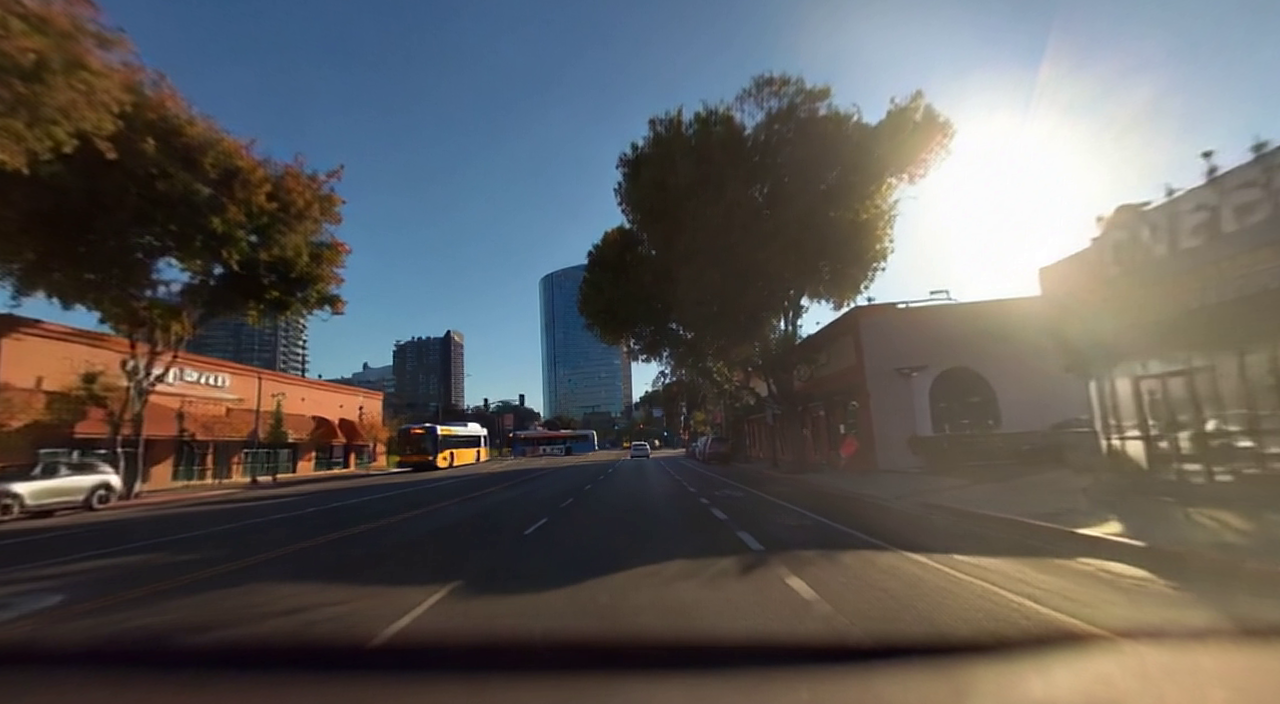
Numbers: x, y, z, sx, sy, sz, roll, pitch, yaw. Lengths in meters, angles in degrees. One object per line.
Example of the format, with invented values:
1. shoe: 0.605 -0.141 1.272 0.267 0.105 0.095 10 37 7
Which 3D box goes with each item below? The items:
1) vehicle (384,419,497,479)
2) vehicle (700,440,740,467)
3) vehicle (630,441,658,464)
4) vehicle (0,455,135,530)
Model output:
1. vehicle: -12.650 6.448 41.755 3.356 3.365 12.460 0 -9 1
2. vehicle: 5.193 6.648 41.370 2.014 1.681 4.332 0 -9 0
3. vehicle: 0.256 7.844 49.235 2.089 1.699 4.650 0 -9 -1
4. vehicle: -17.468 3.943 18.115 1.896 1.844 4.620 0 -9 1
